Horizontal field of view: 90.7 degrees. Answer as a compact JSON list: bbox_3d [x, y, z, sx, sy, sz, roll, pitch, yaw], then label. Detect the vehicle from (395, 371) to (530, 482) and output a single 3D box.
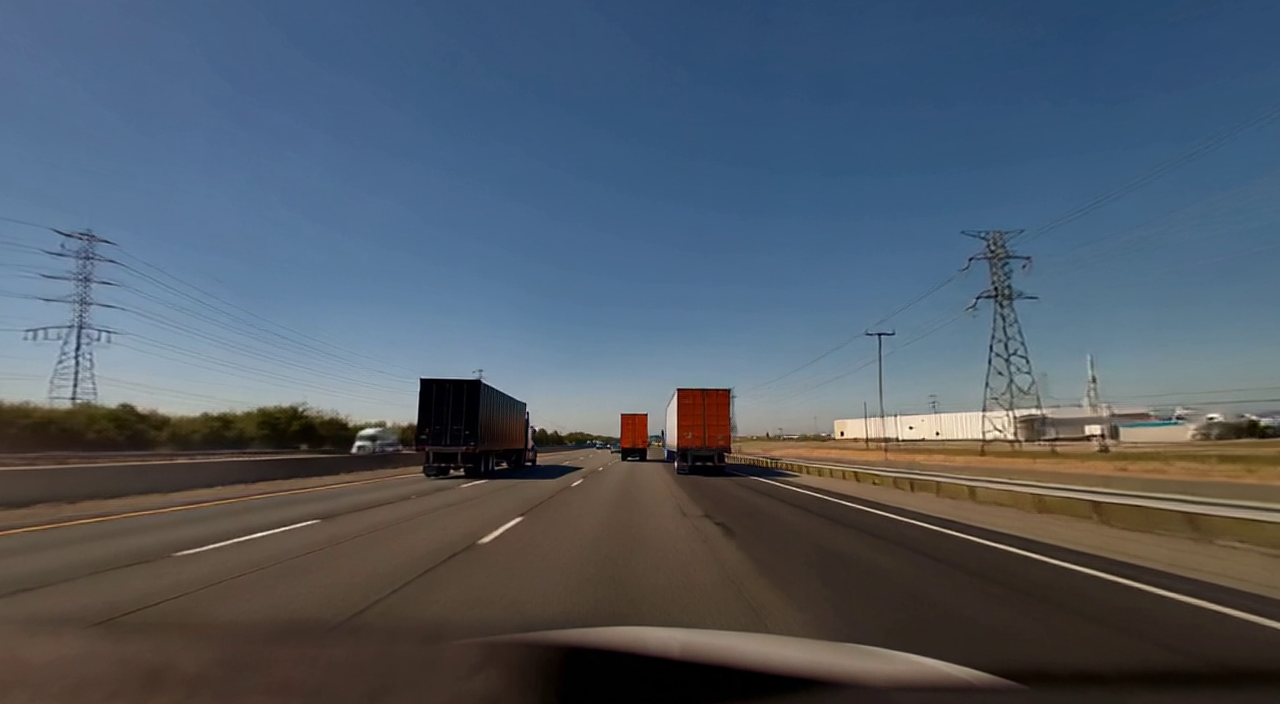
[{"bbox_3d":[-7.389,3.509,28.497,2.937,3.981,11.119,0,-8,-1],"label":"vehicle"}]
